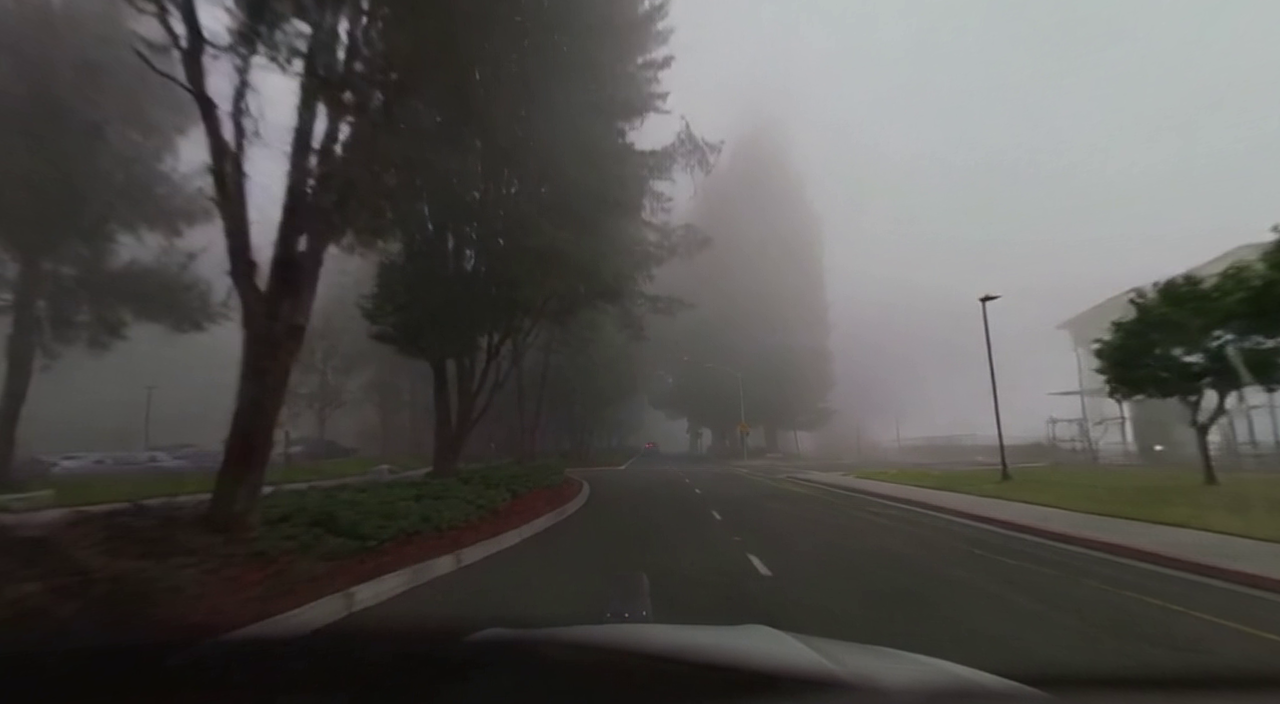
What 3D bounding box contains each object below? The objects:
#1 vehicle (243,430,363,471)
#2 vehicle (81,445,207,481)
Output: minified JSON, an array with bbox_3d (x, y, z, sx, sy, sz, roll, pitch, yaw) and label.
[{"bbox_3d":[-22.668,6.648,42.689,6.364,2.595,2.828,1,-9,-2],"label":"vehicle"},{"bbox_3d":[-22.782,5.071,29.073,4.140,1.556,1.995,0,-8,2],"label":"vehicle"}]
